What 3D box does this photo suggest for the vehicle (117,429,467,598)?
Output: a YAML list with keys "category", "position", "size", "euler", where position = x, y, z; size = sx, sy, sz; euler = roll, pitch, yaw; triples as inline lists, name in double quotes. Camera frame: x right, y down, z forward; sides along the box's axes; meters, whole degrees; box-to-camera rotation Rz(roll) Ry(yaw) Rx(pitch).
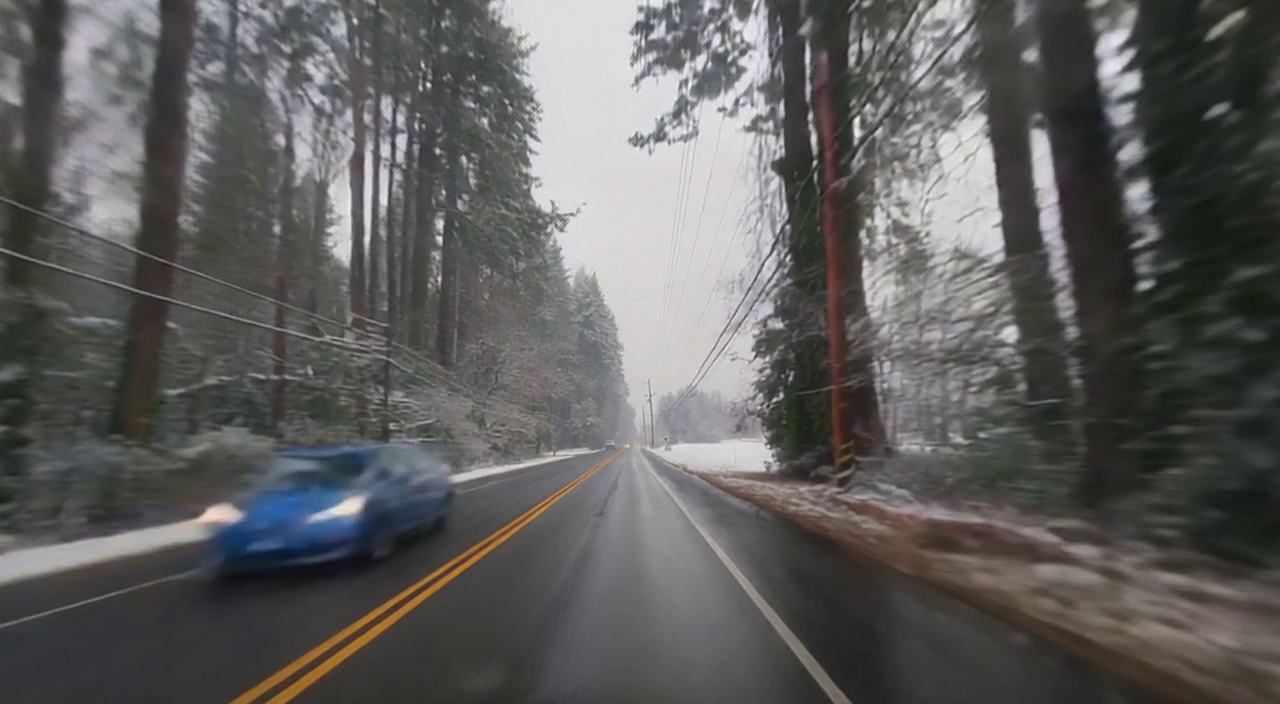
- category: "vehicle"
  position: [-3.818, 1.818, 8.025]
  size: [2.030, 1.552, 4.188]
  euler: [0, -9, 0]
